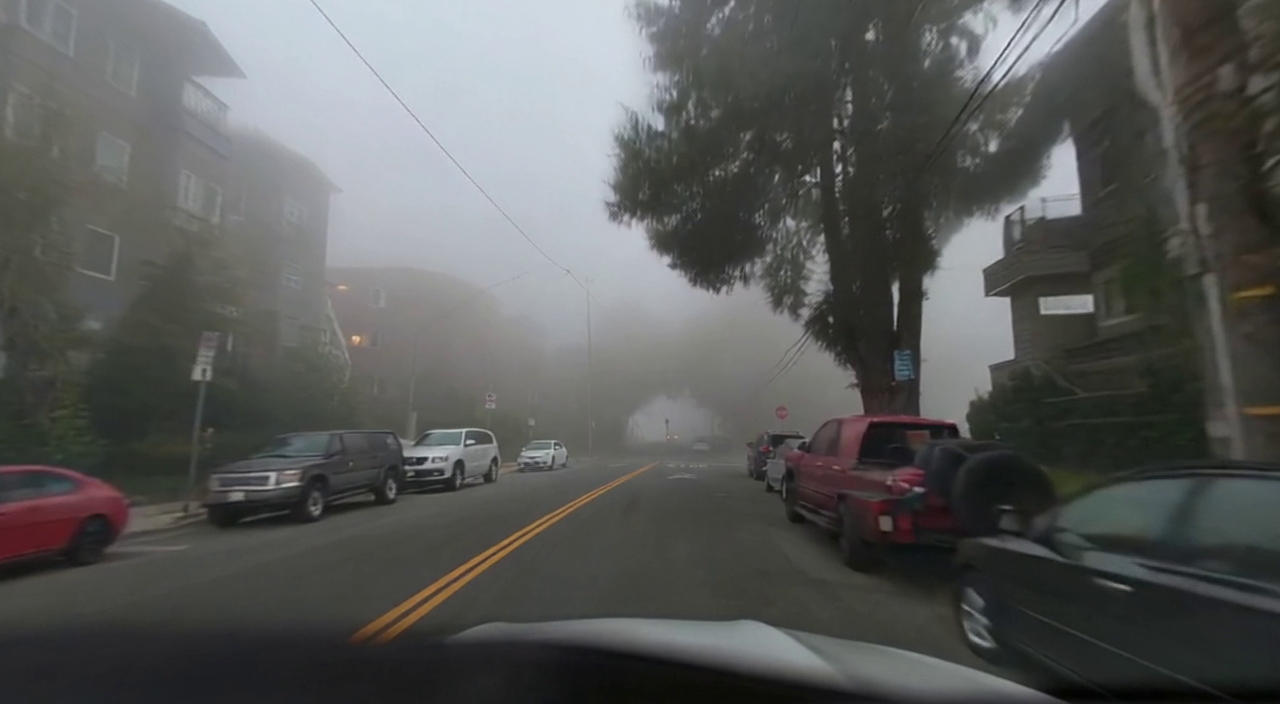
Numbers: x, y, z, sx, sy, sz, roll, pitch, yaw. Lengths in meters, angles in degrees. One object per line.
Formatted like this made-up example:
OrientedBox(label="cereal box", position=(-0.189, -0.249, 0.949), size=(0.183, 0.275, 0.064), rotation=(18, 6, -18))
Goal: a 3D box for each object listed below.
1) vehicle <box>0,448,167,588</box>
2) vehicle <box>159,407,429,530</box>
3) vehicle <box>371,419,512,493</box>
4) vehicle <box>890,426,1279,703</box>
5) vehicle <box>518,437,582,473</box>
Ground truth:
OrientedBox(label="vehicle", position=(-7.512, 1.749, 6.683), size=(1.823, 1.407, 4.125), rotation=(0, -8, -1))
OrientedBox(label="vehicle", position=(-6.493, 2.268, 12.919), size=(2.270, 1.881, 5.412), rotation=(-3, -8, 3))
OrientedBox(label="vehicle", position=(-5.738, 3.090, 19.192), size=(2.158, 1.929, 5.184), rotation=(-1, -8, 6))
OrientedBox(label="vehicle", position=(2.974, 1.088, 2.843), size=(1.875, 1.441, 4.445), rotation=(0, -8, 0))
OrientedBox(label="vehicle", position=(-4.269, 4.934, 30.551), size=(1.922, 1.505, 4.502), rotation=(-4, -8, 6))
